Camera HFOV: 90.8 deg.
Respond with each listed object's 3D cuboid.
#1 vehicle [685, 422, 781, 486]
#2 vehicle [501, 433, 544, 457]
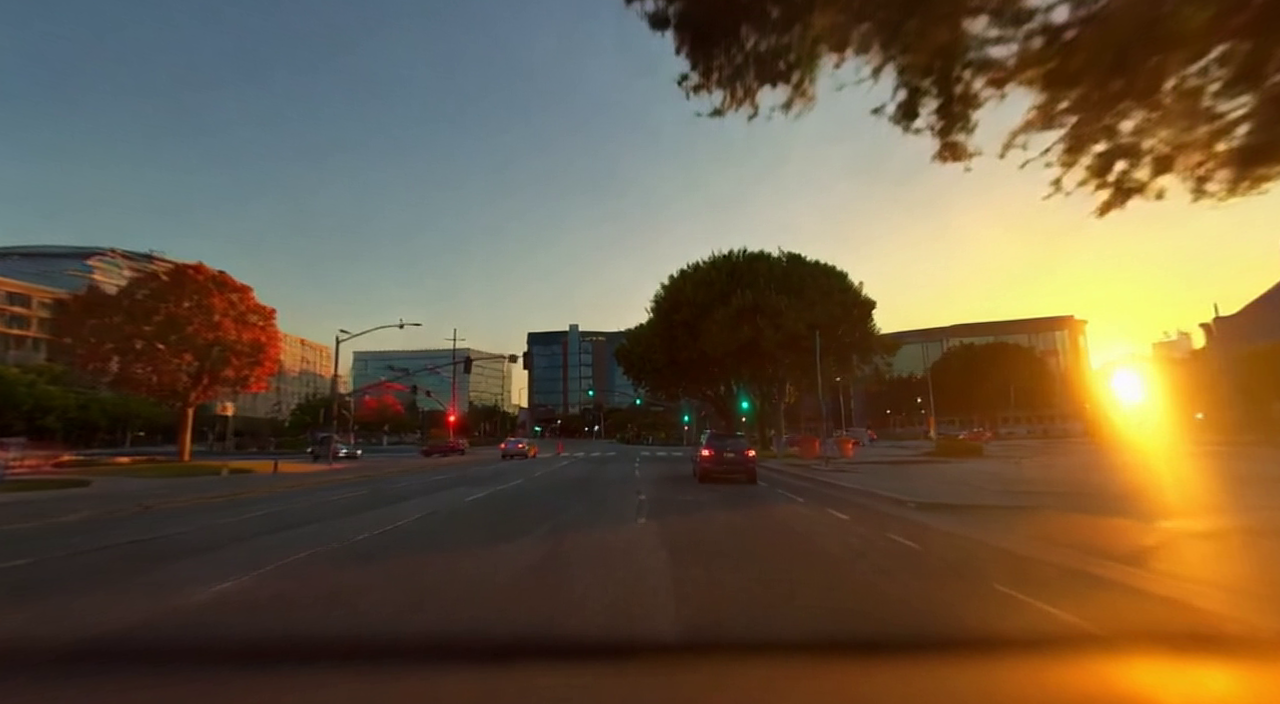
[{"bbox_3d":[2.633,3.028,18.976,2.230,1.683,4.204,0,-8,0],"label":"vehicle"},{"bbox_3d":[-7.665,6.148,41.692,1.924,1.458,4.448,0,-8,1],"label":"vehicle"}]
